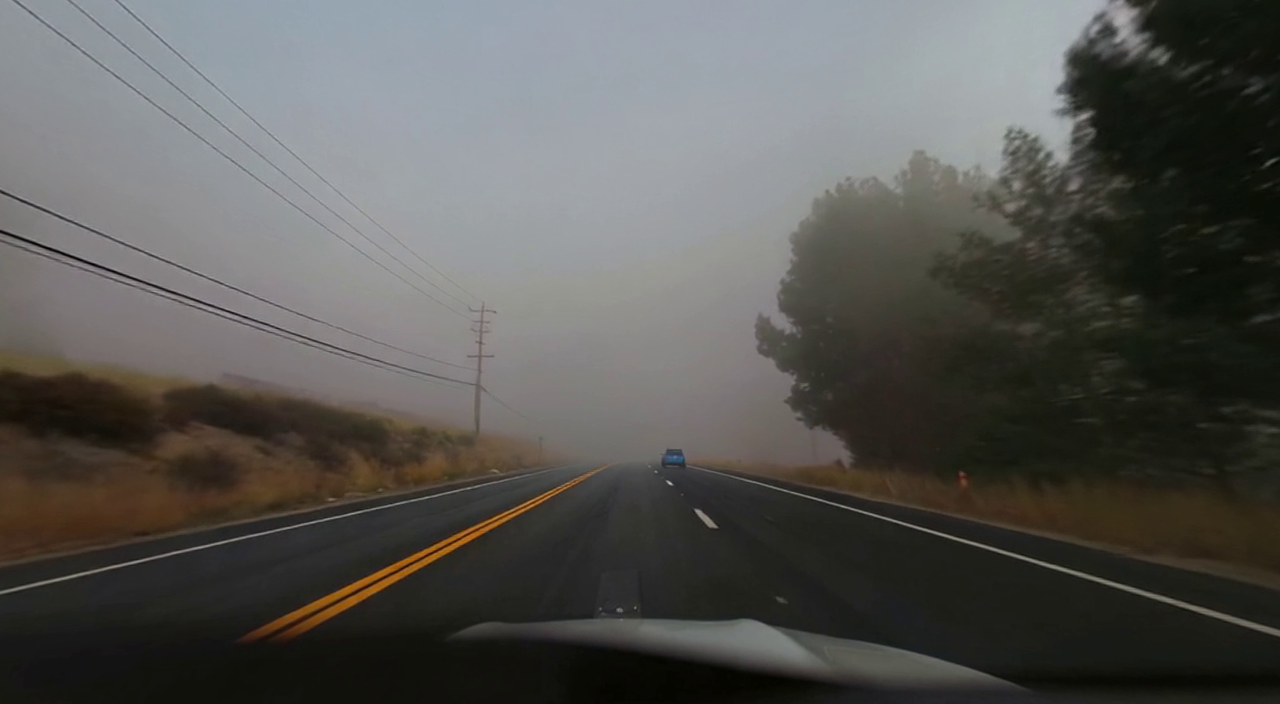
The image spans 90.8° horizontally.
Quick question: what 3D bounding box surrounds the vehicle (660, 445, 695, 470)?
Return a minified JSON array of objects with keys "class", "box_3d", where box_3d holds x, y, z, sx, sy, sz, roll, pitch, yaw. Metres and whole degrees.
[{"class":"vehicle","box_3d":[2.674,7.675,46.191,2.135,1.692,4.185,0,-9,-2]}]
